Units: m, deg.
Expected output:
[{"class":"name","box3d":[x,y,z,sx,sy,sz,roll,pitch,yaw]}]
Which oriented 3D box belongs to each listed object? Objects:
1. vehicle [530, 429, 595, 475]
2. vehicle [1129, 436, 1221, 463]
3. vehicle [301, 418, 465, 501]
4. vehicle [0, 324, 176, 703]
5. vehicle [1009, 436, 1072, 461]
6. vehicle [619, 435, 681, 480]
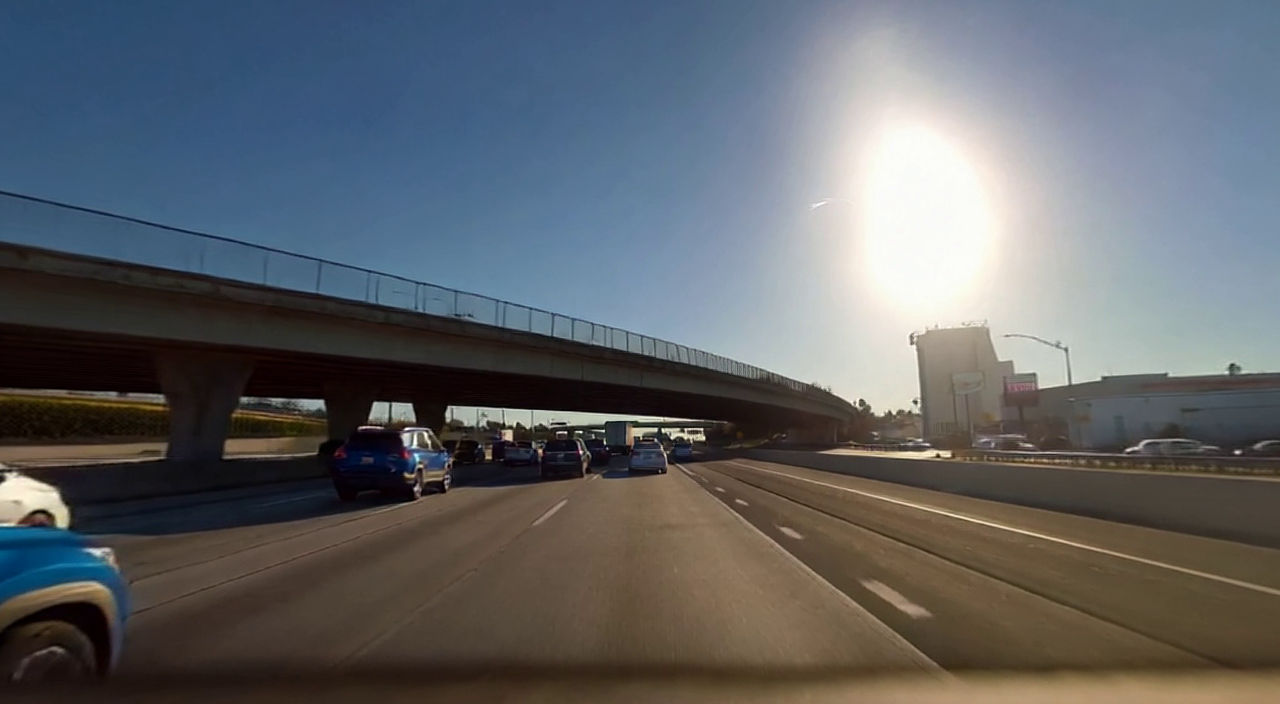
[{"class":"vehicle","box3d":[-3.051,4.058,25.813,2.007,1.730,4.412,0,-8,1]},{"class":"vehicle","box3d":[30.478,5.564,36.115,1.656,1.442,4.167,0,-8,1]},{"class":"vehicle","box3d":[-6.312,2.705,16.270,2.125,1.804,4.864,0,-8,1]},{"class":"vehicle","box3d":[-3.221,0.536,0.716,1.961,1.687,4.453,0,-8,0]},{"class":"vehicle","box3d":[30.977,7.439,48.981,1.858,1.741,4.683,-2,-7,1]},{"class":"vehicle","box3d":[0.368,3.848,23.277,2.090,1.474,3.970,0,-8,1]}]
